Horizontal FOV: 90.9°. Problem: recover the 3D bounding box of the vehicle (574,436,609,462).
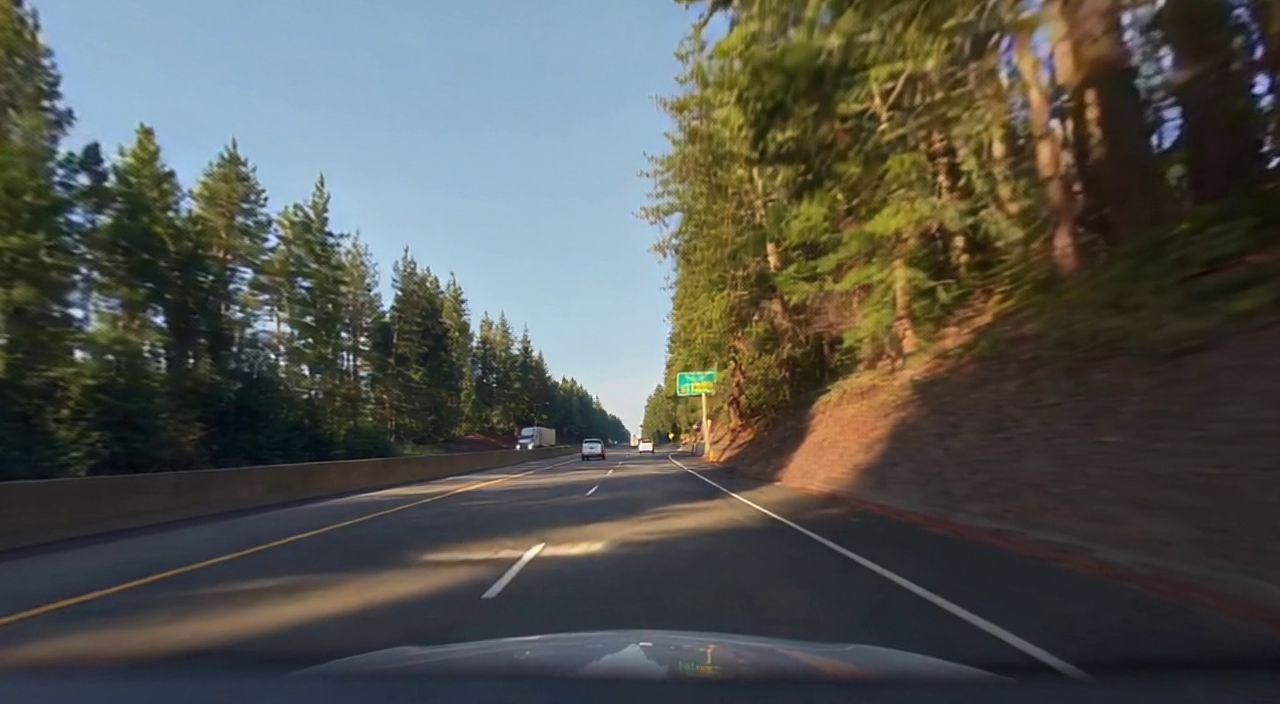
[{"bbox_3d":[-3.349,6.819,44.509,2.129,1.742,4.217,0,-8,1],"label":"vehicle"}]
